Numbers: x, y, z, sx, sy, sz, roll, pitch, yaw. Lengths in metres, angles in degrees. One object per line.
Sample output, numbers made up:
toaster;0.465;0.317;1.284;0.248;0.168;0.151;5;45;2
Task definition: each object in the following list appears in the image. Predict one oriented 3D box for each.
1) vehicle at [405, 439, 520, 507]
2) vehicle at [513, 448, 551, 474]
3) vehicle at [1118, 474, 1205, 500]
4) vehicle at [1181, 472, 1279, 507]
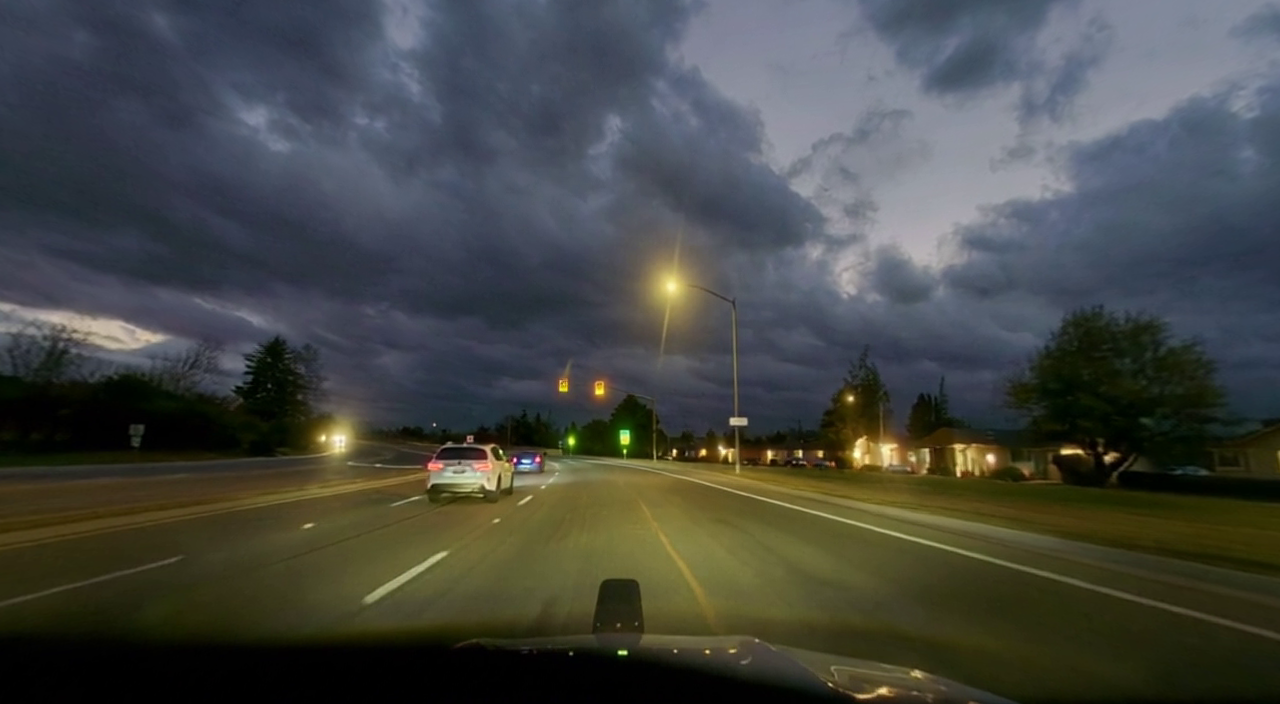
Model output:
vehicle;-4.760;3.288;17.710;2.098;1.613;4.606;0;-8;-3
vehicle;-6.518;6.572;38.406;1.904;1.476;3.736;0;-8;-5
vehicle;35.570;9.204;43.245;1.792;1.475;4.462;1;-8;-8
vehicle;36.132;8.200;38.007;1.953;1.686;5.424;1;-8;-6
